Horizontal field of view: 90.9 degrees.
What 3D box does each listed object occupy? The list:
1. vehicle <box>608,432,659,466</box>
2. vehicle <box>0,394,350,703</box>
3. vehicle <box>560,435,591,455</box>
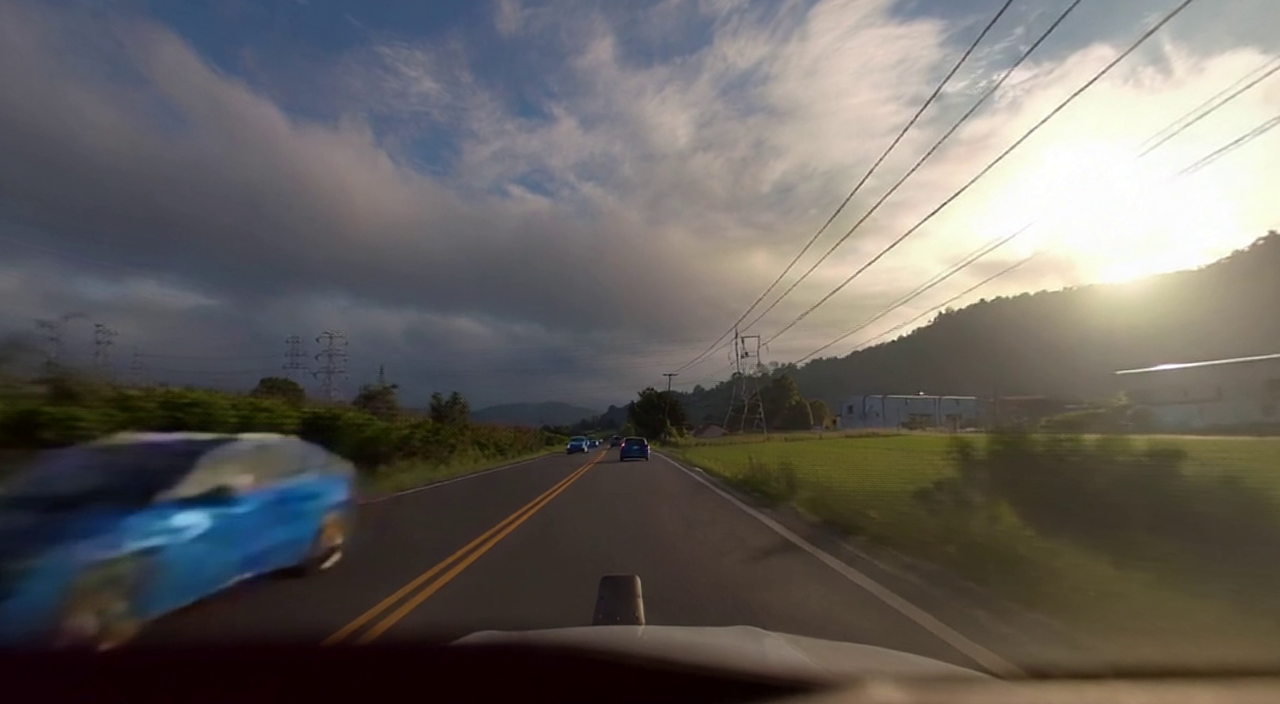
[{"bbox_3d":[-0.342,4.524,29.675,2.241,1.471,3.829,0,-8,-2],"label":"vehicle"},{"bbox_3d":[-4.047,1.164,4.464,2.019,1.511,4.290,0,-8,-1],"label":"vehicle"},{"bbox_3d":[-4.909,7.183,48.709,2.034,1.484,4.183,0,-8,-1],"label":"vehicle"}]
